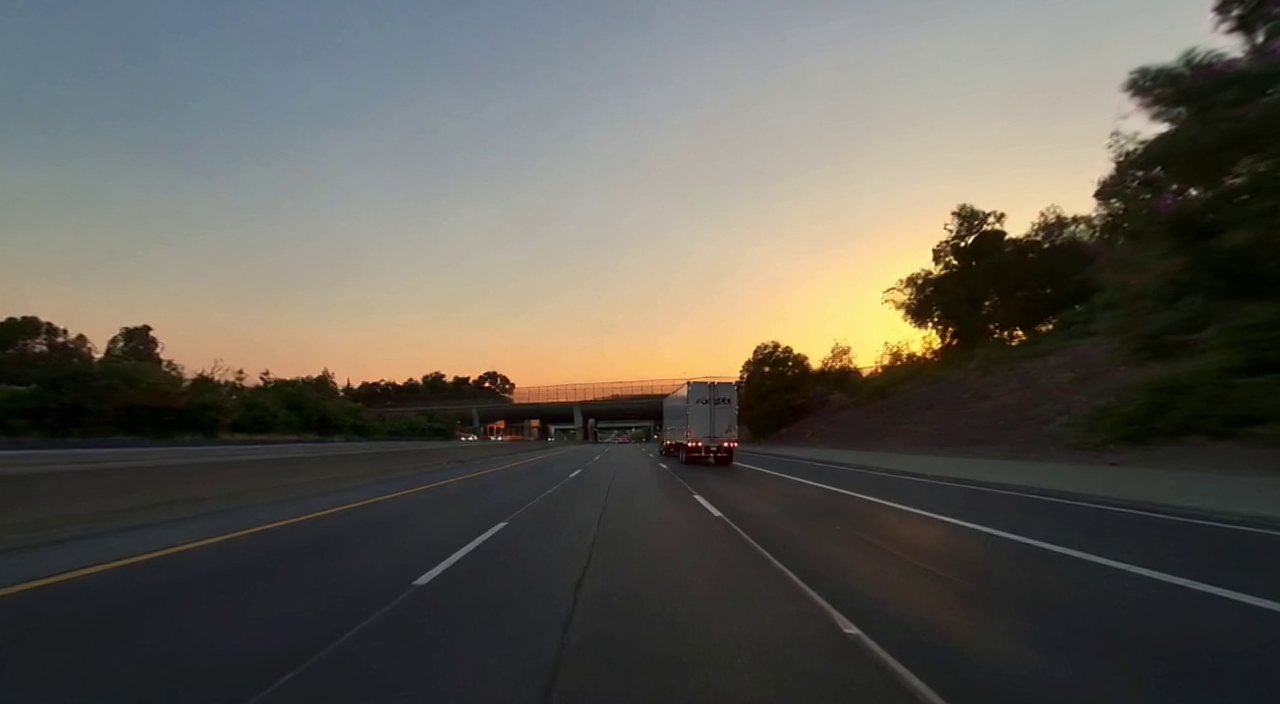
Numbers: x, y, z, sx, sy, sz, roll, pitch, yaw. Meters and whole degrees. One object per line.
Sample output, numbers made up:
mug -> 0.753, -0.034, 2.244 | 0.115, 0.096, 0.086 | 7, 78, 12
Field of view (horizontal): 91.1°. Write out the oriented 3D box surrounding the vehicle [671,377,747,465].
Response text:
vehicle -> 3.399, 3.770, 33.434 | 2.880, 3.986, 9.103 | 0, -8, -1
